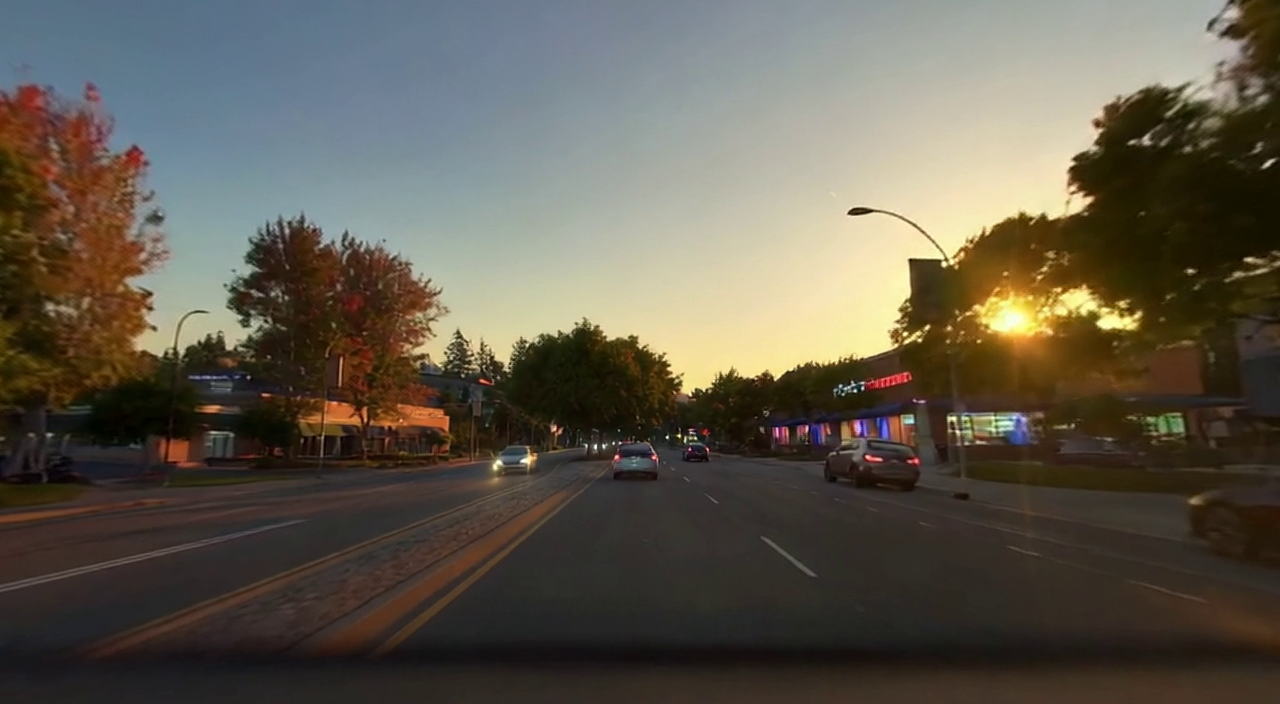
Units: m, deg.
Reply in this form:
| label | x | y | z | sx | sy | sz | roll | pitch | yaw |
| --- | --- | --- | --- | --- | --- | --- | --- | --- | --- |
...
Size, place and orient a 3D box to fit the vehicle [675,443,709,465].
| label | x | y | z | sx | sy | sz | roll | pitch | yaw |
| --- | --- | --- | --- | --- | --- | --- | --- | --- | --- |
| vehicle | 3.525 | 7.014 | 43.606 | 1.910 | 1.474 | 4.003 | 0 | -8 | -1 |

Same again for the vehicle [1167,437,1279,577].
| label | x | y | z | sx | sy | sz | roll | pitch | yaw |
| --- | --- | --- | --- | --- | --- | --- | --- | --- | --- |
| vehicle | 7.764 | 1.490 | 5.687 | 1.942 | 1.473 | 4.742 | 0 | -8 | 0 |

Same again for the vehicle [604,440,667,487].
| label | x | y | z | sx | sy | sz | roll | pitch | yaw |
| --- | --- | --- | --- | --- | --- | --- | --- | --- | --- |
| vehicle | -0.191 | 3.835 | 22.047 | 2.006 | 1.487 | 3.535 | 0 | -8 | -1 |

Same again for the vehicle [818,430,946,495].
| label | x | y | z | sx | sy | sz | roll | pitch | yaw |
| --- | --- | --- | --- | --- | --- | --- | --- | --- | --- |
| vehicle | 7.571 | 3.511 | 20.494 | 2.165 | 1.787 | 5.231 | -1 | -8 | 1 |

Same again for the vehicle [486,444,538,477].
| label | x | y | z | sx | sy | sz | roll | pitch | yaw |
| --- | --- | --- | --- | --- | --- | --- | --- | --- | --- |
| vehicle | -6.337 | 5.397 | 31.688 | 1.999 | 1.531 | 4.011 | 0 | -9 | -3 |
